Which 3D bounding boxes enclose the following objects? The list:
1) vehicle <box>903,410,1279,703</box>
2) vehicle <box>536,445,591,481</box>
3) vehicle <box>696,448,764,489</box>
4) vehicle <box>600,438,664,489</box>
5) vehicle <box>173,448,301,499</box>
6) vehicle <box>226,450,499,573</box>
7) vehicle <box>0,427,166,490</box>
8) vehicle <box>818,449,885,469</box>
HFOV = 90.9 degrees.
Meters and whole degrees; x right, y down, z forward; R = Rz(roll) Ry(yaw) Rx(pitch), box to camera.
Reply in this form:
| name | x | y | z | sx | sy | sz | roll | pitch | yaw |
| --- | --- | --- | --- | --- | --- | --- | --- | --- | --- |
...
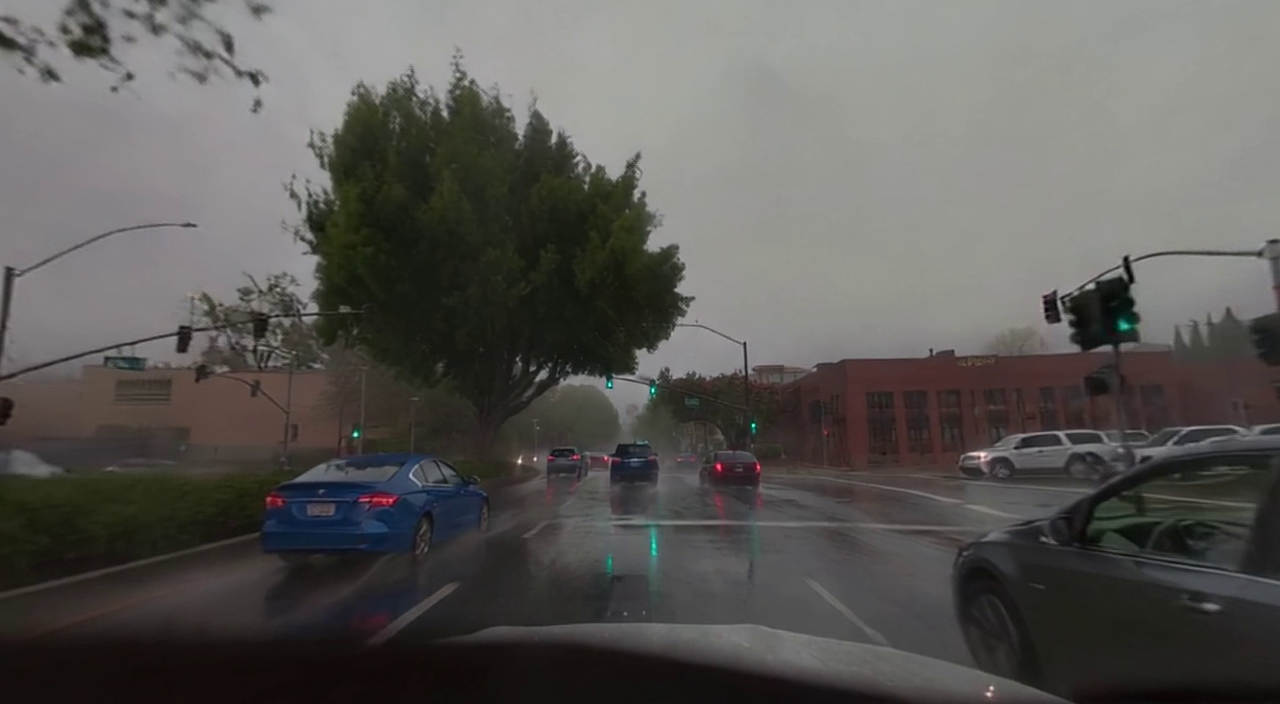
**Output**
| name | x | y | z | sx | sy | sz | roll | pitch | yaw |
| --- | --- | --- | --- | --- | --- | --- | --- | --- | --- |
| vehicle | 3.096 | 1.029 | 2.668 | 2.052 | 1.475 | 4.540 | 0 | -9 | 1 |
| vehicle | -3.699 | 5.443 | 31.190 | 2.130 | 1.645 | 3.995 | 0 | -9 | 1 |
| vehicle | 3.476 | 4.599 | 25.247 | 2.058 | 1.472 | 4.317 | 0 | -9 | 0 |
| vehicle | -0.297 | 4.469 | 25.608 | 2.361 | 1.898 | 4.465 | 0 | -9 | 0 |
| vehicle | -16.102 | 4.814 | 25.564 | 1.906 | 1.839 | 4.845 | 0 | -9 | 0 |
| vehicle | -3.622 | 2.127 | 9.201 | 2.115 | 1.369 | 3.908 | 0 | -9 | 2 |
| vehicle | -35.100 | 6.298 | 37.619 | 12.467 | 3.385 | 3.314 | -2 | -9 | 13 |
| vehicle | 16.175 | 8.194 | 48.367 | 4.407 | 1.492 | 1.930 | 0 | -9 | 2 |
